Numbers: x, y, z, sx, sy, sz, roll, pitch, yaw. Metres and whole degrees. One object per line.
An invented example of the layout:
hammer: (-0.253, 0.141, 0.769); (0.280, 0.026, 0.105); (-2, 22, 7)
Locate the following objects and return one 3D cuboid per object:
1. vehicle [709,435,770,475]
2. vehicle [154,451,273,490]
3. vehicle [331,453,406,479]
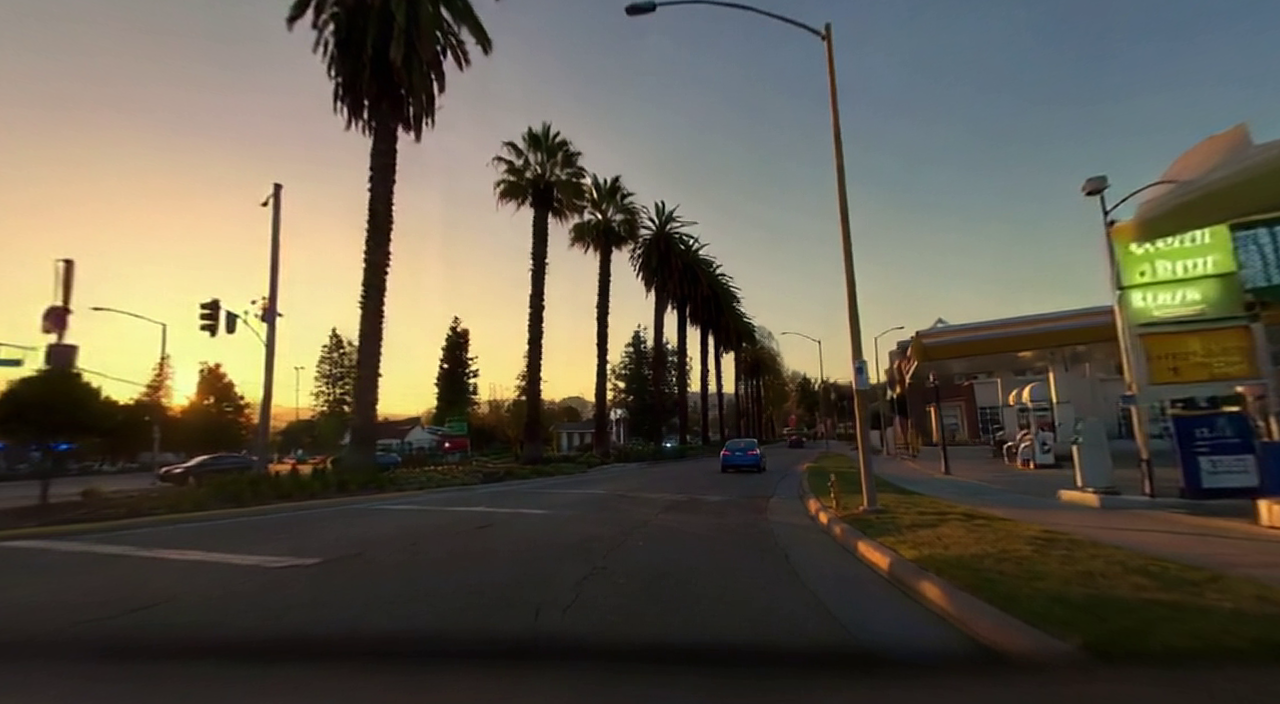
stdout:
vehicle: (4.249, 4.278, 26.275); (2.050, 1.509, 4.148); (-2, -9, 15)
vehicle: (-19.979, 5.519, 29.752); (1.884, 1.651, 4.330); (-2, -9, 16)
vehicle: (-17.160, 7.198, 40.028); (1.825, 1.441, 4.656); (-2, -9, 15)
